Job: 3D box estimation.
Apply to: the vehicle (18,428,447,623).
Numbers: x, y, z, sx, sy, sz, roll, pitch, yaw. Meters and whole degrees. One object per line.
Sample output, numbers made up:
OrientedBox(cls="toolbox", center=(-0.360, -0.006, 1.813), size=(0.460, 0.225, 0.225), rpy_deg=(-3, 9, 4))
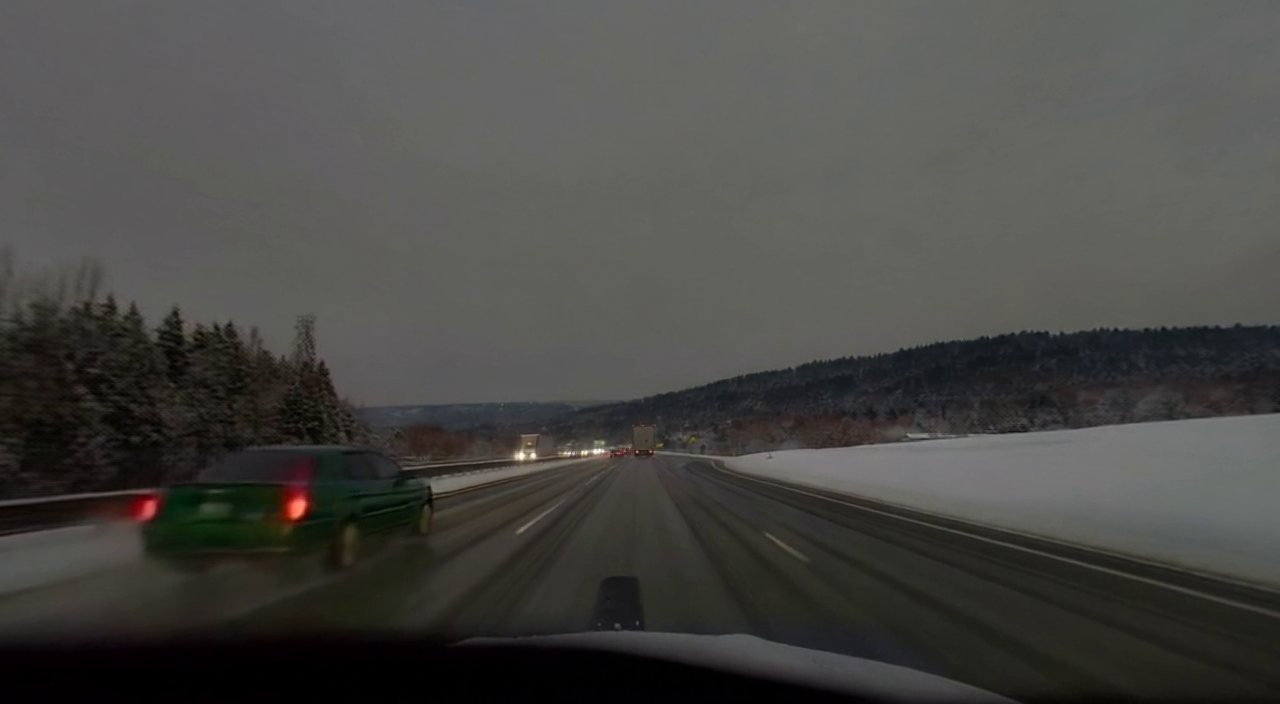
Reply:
OrientedBox(cls="vehicle", center=(-3.744, 1.651, 6.919), size=(1.886, 1.465, 4.119), rpy_deg=(0, -9, 1))
